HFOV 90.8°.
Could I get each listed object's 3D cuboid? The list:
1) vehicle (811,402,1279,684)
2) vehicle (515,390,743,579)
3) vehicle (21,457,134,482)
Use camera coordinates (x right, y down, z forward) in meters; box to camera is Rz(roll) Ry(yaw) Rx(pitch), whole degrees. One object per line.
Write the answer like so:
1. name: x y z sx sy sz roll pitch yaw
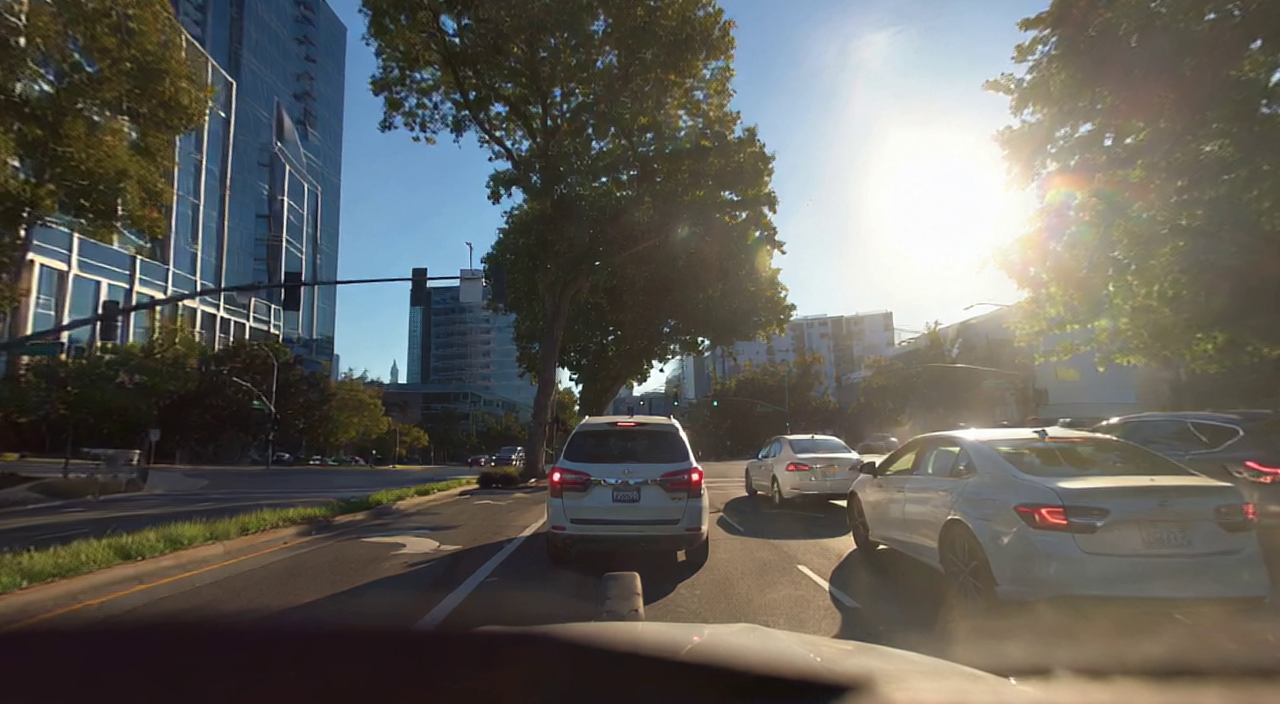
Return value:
1. vehicle: 3.362 1.426 5.992 2.034 1.558 4.774 0 -9 -1
2. vehicle: -0.224 1.619 8.443 2.236 1.827 4.316 1 -9 -3
3. vehicle: -35.118 7.337 39.581 4.845 1.442 1.880 2 -9 -12
